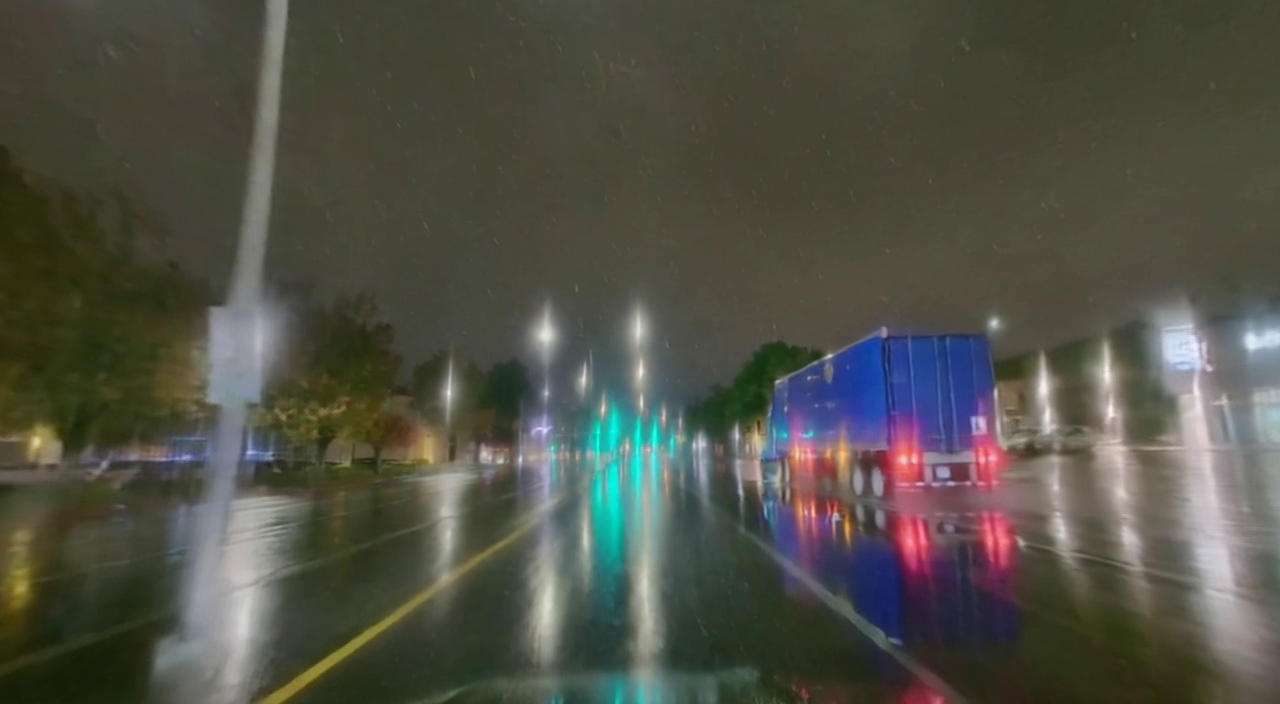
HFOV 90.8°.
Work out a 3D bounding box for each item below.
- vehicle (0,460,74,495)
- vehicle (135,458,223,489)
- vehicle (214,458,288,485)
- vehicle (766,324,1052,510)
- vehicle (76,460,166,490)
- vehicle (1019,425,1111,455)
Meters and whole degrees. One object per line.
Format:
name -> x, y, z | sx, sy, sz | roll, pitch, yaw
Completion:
vehicle -> -33.906, 6.693, 33.880 | 2.008, 1.710, 5.515 | 0, -9, 0
vehicle -> -30.313, 7.965, 41.769 | 1.995, 1.773, 4.984 | -4, -10, 1
vehicle -> -27.930, 8.573, 45.617 | 2.037, 1.764, 5.556 | 0, -9, -4
vehicle -> 6.605, 2.164, 18.654 | 3.120, 3.794, 11.510 | 0, -9, -1
vehicle -> -33.931, 8.047, 41.498 | 1.963, 1.756, 4.606 | 0, -9, 0
vehicle -> 32.401, 6.716, 48.318 | 5.310, 2.217, 2.276 | 0, -8, 2
